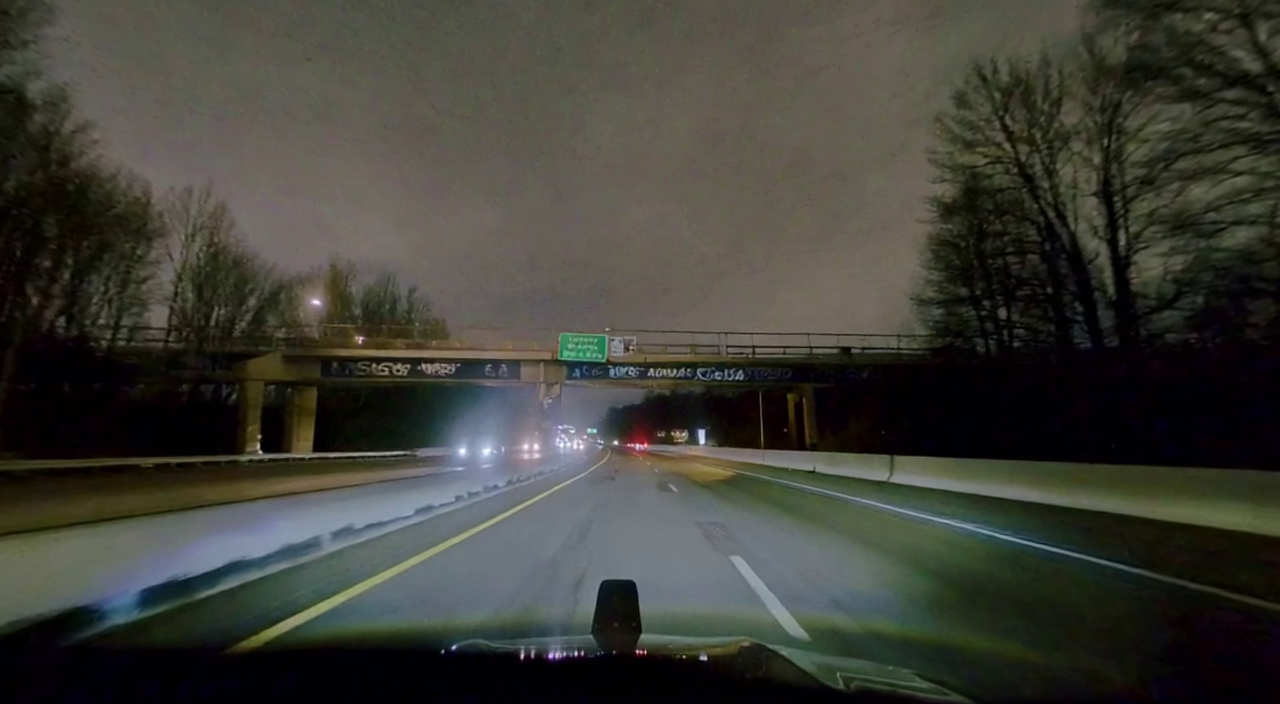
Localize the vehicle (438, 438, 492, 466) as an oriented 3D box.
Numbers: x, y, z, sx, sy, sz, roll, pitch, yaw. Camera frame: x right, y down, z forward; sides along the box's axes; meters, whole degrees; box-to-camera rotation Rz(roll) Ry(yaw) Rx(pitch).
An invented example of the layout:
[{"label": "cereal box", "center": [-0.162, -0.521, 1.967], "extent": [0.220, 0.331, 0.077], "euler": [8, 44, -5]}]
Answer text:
[{"label": "vehicle", "center": [-10.063, 5.793, 36.358], "extent": [1.910, 1.528, 4.245], "euler": [0, -9, -1]}]
